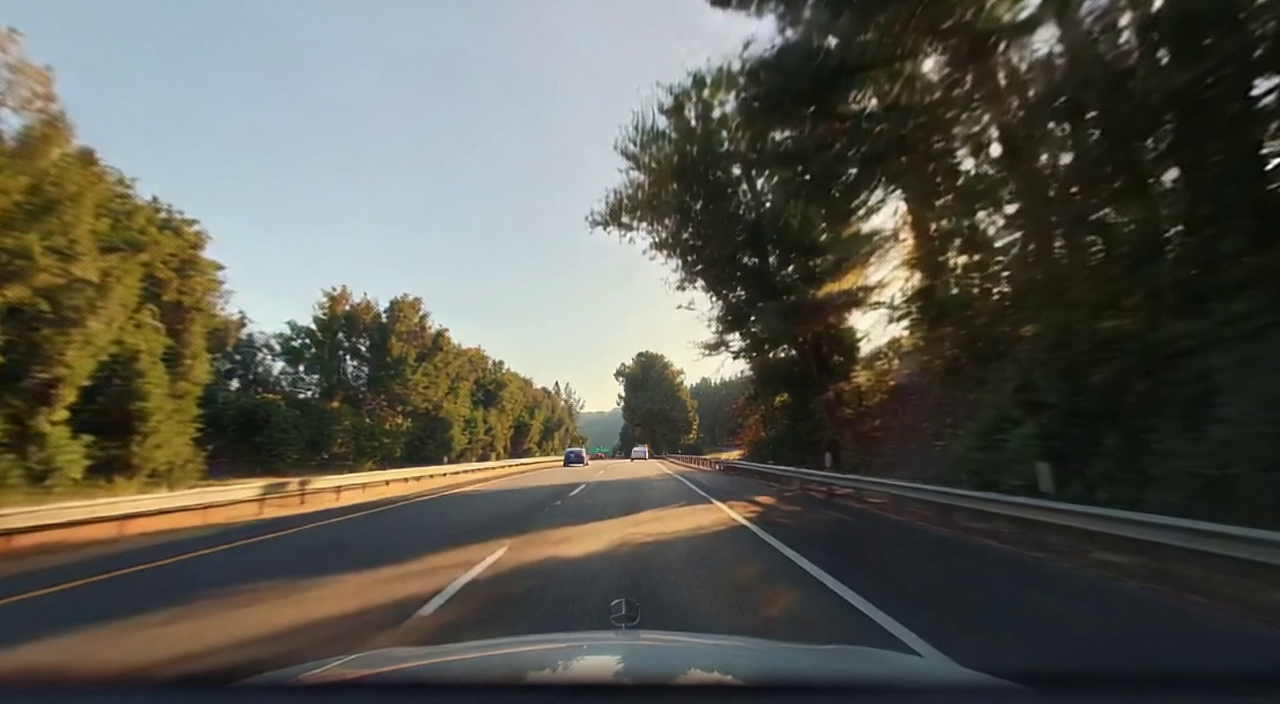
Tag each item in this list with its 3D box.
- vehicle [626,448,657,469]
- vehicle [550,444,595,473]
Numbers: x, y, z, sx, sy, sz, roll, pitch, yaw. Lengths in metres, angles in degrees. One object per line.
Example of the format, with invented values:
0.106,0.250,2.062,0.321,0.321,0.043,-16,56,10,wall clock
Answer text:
0.094,7.602,45.200,2.046,1.452,4.407,0,-9,0,vehicle
-3.953,6.345,37.719,2.182,1.629,4.263,0,-9,0,vehicle
